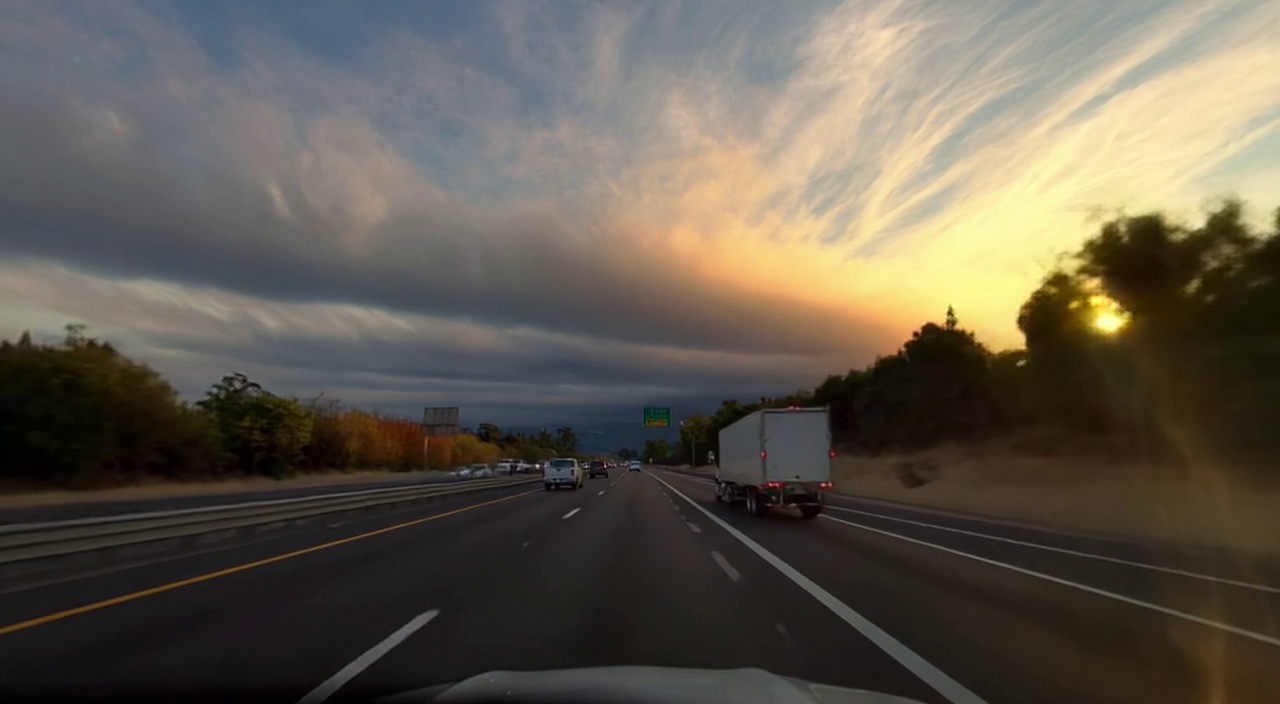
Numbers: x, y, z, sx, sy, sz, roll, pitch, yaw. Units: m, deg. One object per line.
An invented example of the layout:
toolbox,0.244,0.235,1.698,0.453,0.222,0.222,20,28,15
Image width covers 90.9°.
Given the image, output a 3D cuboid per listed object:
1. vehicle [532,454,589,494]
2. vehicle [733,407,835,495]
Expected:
vehicle,-4.016,6.307,32.669,2.272,1.873,4.832,1,-11,0
vehicle,7.415,5.623,34.143,3.235,4.088,9.243,1,-12,0
